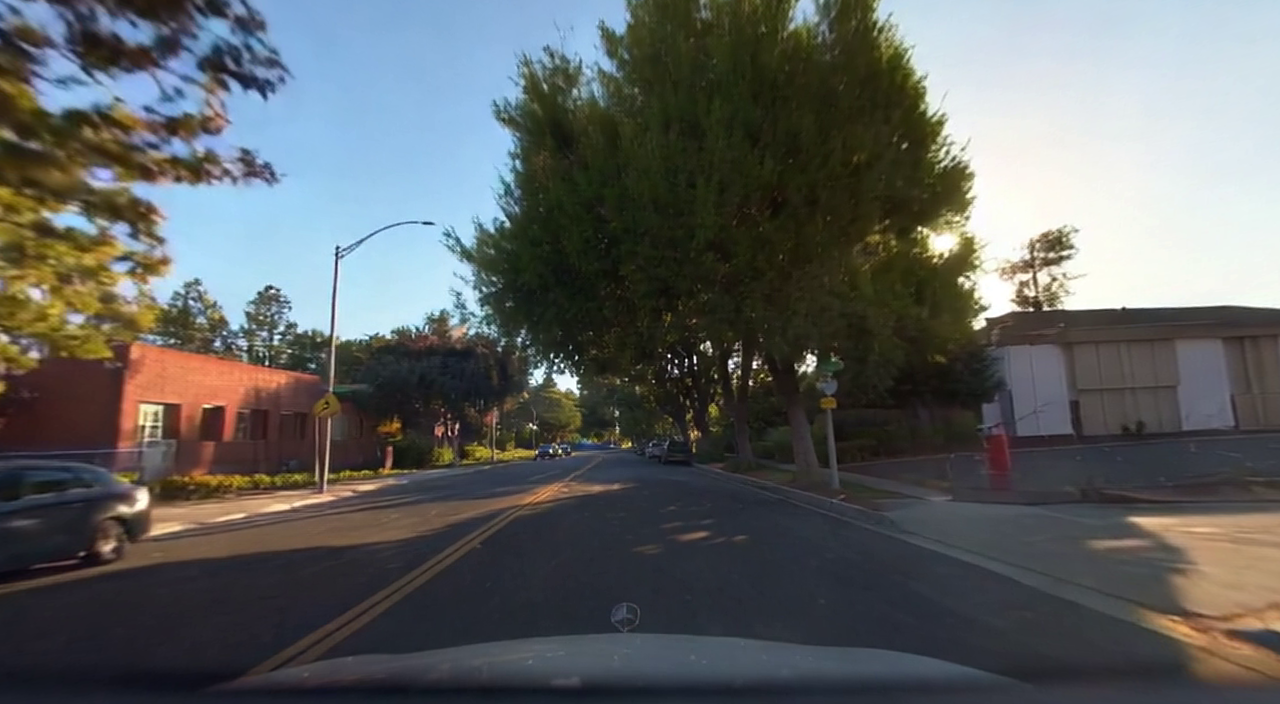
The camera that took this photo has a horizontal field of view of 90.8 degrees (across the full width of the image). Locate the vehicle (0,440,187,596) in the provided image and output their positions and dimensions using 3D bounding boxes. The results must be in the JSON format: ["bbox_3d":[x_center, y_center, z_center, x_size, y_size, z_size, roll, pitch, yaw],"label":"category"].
[{"bbox_3d":[-7.397,1.810,6.844,1.928,1.537,4.439,-4,-8,-3],"label":"vehicle"}]

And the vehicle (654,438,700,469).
[{"bbox_3d":[2.247,6.345,39.696,2.248,1.821,5.021,0,-8,-4],"label":"vehicle"}]
